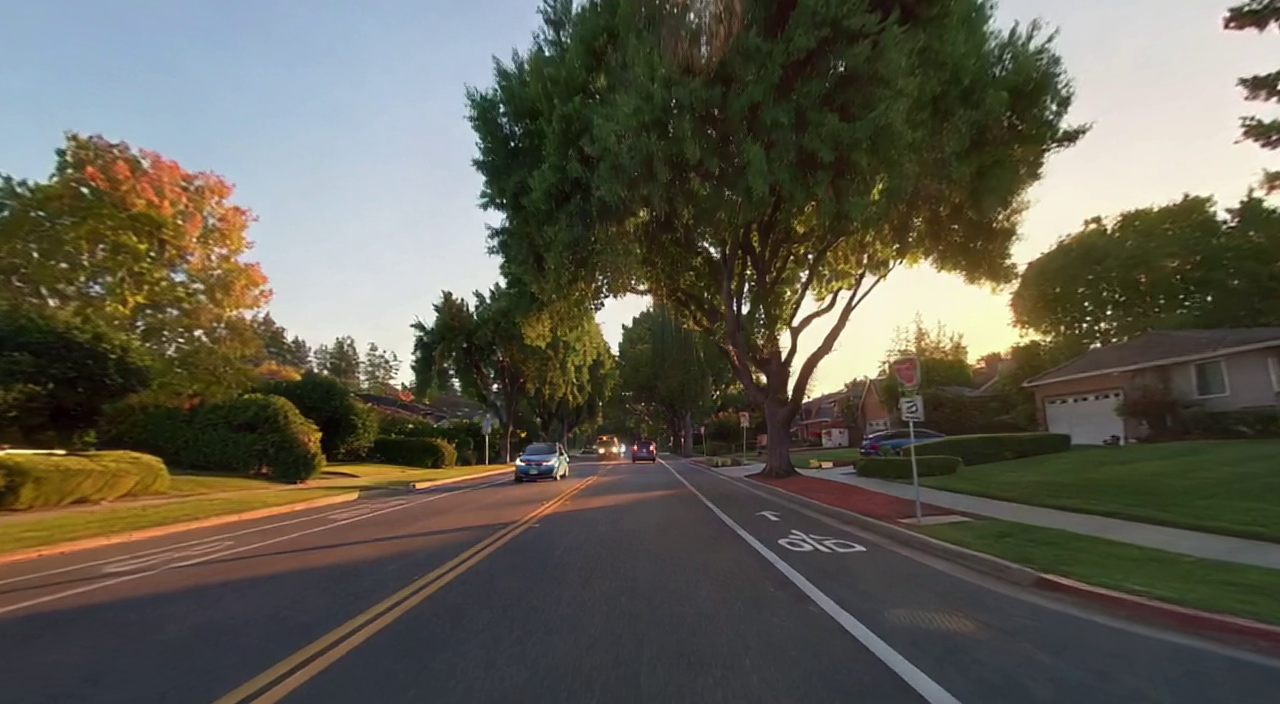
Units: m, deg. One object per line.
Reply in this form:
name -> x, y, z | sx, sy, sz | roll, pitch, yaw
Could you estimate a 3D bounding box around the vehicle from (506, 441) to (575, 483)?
vehicle -> -4.152, 4.637, 26.988 | 2.102, 1.620, 4.575 | 0, -8, 1
